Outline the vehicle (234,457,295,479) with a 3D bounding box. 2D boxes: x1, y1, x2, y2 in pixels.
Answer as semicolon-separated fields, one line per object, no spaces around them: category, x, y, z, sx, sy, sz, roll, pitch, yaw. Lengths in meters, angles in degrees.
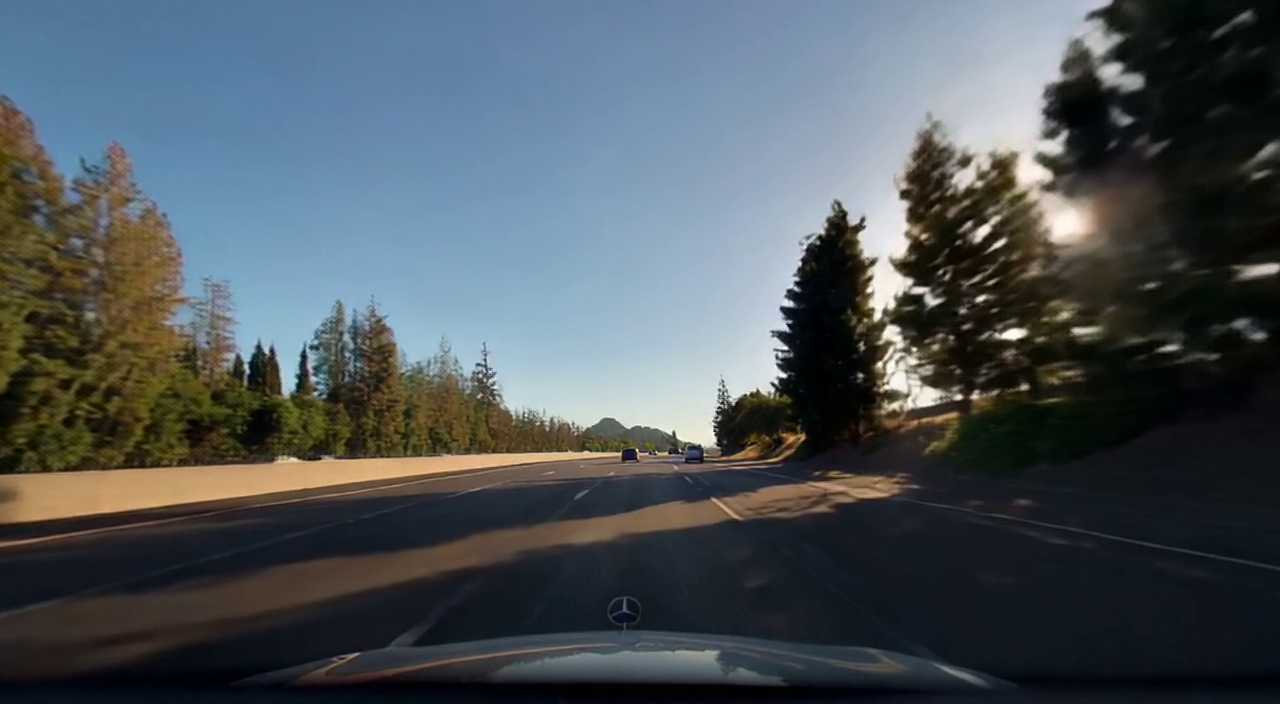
vehicle;-27.904;8.611;47.039;1.838;1.474;4.224;0;-8;2
